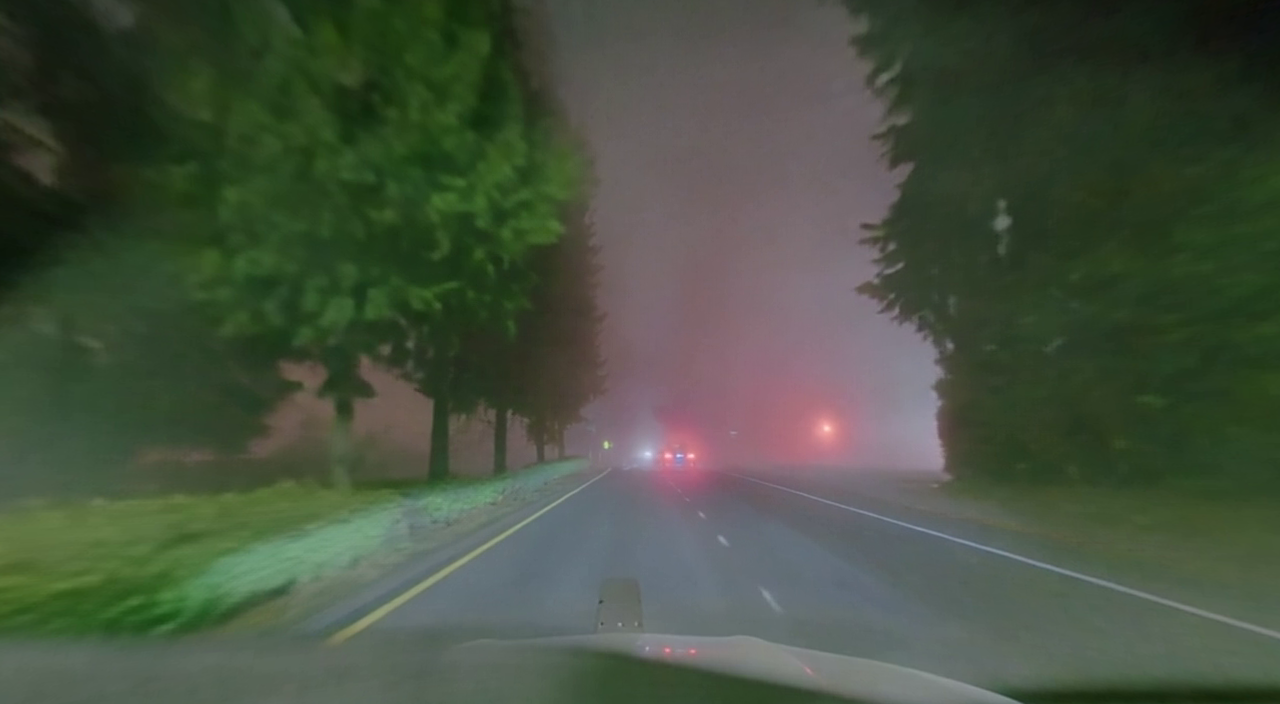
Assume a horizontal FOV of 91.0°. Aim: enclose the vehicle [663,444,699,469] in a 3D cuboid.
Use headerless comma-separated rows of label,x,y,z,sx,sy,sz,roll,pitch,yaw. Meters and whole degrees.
vehicle,2.629,6.835,41.280,2.044,1.537,4.528,0,-8,-1
